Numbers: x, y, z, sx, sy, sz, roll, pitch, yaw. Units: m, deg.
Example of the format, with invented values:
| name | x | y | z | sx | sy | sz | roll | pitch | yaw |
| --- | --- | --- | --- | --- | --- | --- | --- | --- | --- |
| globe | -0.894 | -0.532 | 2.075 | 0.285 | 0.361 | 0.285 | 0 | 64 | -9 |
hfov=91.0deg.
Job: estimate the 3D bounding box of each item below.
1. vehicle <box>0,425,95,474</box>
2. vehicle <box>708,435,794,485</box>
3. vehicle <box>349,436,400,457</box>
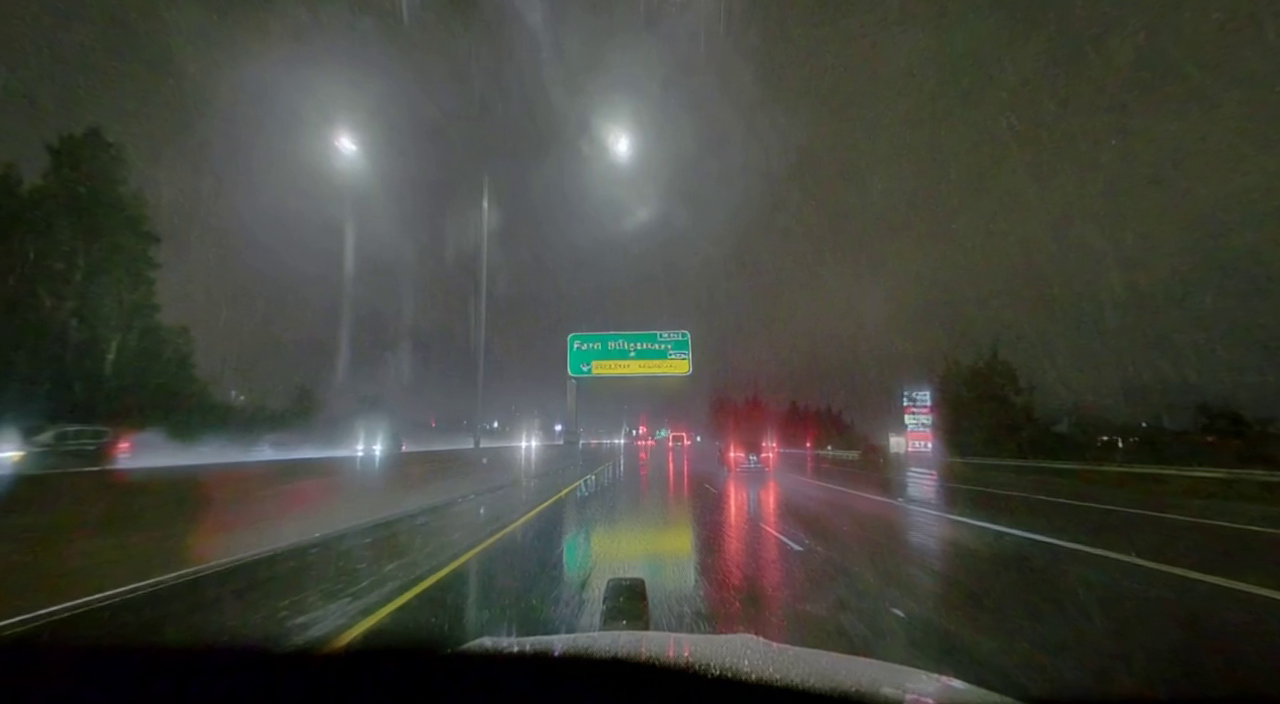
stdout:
| name | x | y | z | sx | sy | sz | roll | pitch | yaw |
| --- | --- | --- | --- | --- | --- | --- | --- | --- | --- |
| vehicle | -20.050 | 3.094 | 20.086 | 1.787 | 1.459 | 3.907 | 0 | -8 | 0 |
| vehicle | 3.626 | 3.614 | 21.446 | 2.091 | 1.482 | 4.522 | 0 | -8 | 0 |
| vehicle | -19.625 | 7.002 | 46.746 | 1.938 | 1.456 | 4.255 | 0 | -8 | 0 |
